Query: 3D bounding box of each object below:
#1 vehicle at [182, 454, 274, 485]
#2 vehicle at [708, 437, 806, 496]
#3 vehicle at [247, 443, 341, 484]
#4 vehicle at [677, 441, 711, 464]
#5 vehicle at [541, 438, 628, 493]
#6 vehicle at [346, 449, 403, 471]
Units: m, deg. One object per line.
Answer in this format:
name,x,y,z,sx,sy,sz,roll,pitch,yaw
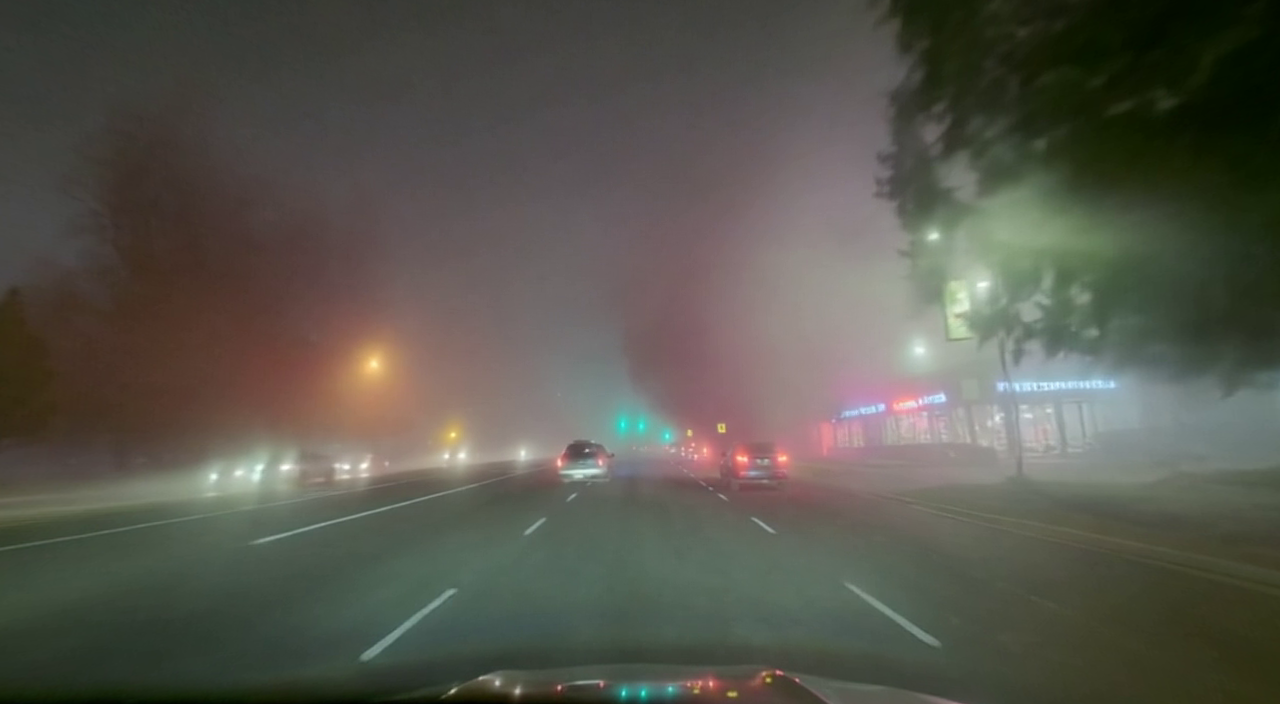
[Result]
vehicle,-22.035,6.289,33.960,1.848,1.450,4.678,0,-8,0
vehicle,3.203,3.227,18.228,1.948,1.474,4.360,0,-8,-1
vehicle,-15.417,4.965,28.379,1.863,1.658,4.078,0,-8,1
vehicle,3.694,6.920,43.629,1.913,1.463,4.198,0,-8,-1
vehicle,-1.529,3.339,18.913,1.971,1.433,3.923,-1,-8,5
vehicle,-19.074,7.749,45.557,1.984,1.481,4.752,0,-8,1
